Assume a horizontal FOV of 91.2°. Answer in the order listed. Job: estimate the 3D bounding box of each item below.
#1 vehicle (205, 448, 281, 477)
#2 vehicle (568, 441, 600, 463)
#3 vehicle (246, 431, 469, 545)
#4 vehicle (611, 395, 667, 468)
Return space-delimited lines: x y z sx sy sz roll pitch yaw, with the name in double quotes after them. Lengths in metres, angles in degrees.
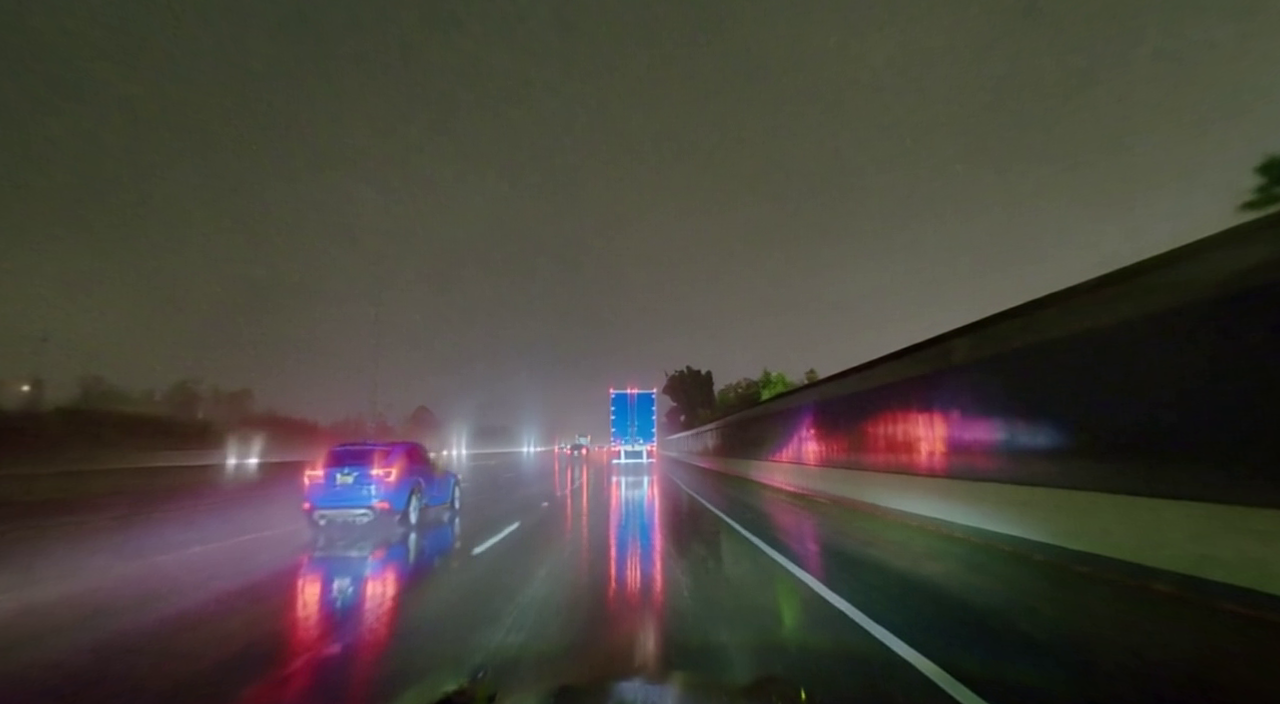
-24.554 6.827 38.969 1.872 1.634 4.410 0 -9 0 "vehicle"
-4.149 7.507 46.943 2.006 1.572 4.082 0 -9 0 "vehicle"
-4.284 2.108 10.292 1.895 1.500 3.808 0 -9 0 "vehicle"
-0.180 5.285 40.592 3.123 4.094 10.812 0 -9 -1 "vehicle"
